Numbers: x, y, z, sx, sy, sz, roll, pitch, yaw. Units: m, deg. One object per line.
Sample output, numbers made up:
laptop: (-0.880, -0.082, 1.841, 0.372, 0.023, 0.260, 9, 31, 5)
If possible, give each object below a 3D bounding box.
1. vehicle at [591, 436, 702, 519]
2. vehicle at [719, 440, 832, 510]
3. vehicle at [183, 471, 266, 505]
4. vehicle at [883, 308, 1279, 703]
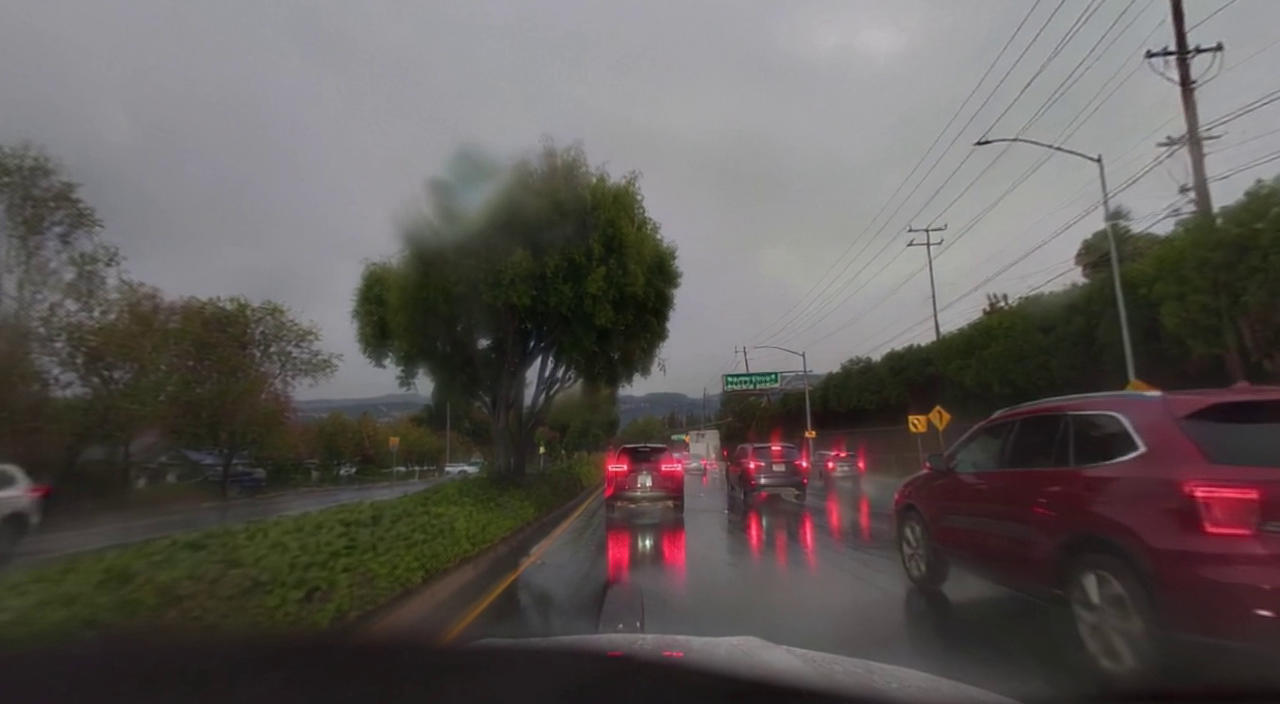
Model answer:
vehicle: (0.119, 2.827, 14.771, 2.199, 1.641, 4.232, 0, -9, 0)
vehicle: (3.371, 3.143, 16.634, 2.064, 1.591, 4.081, 0, -9, 0)
vehicle: (-22.622, 7.404, 34.585, 1.847, 1.554, 3.926, 0, -9, -1)
vehicle: (3.399, 0.967, 3.715, 2.097, 1.818, 4.625, 0, -9, 0)
